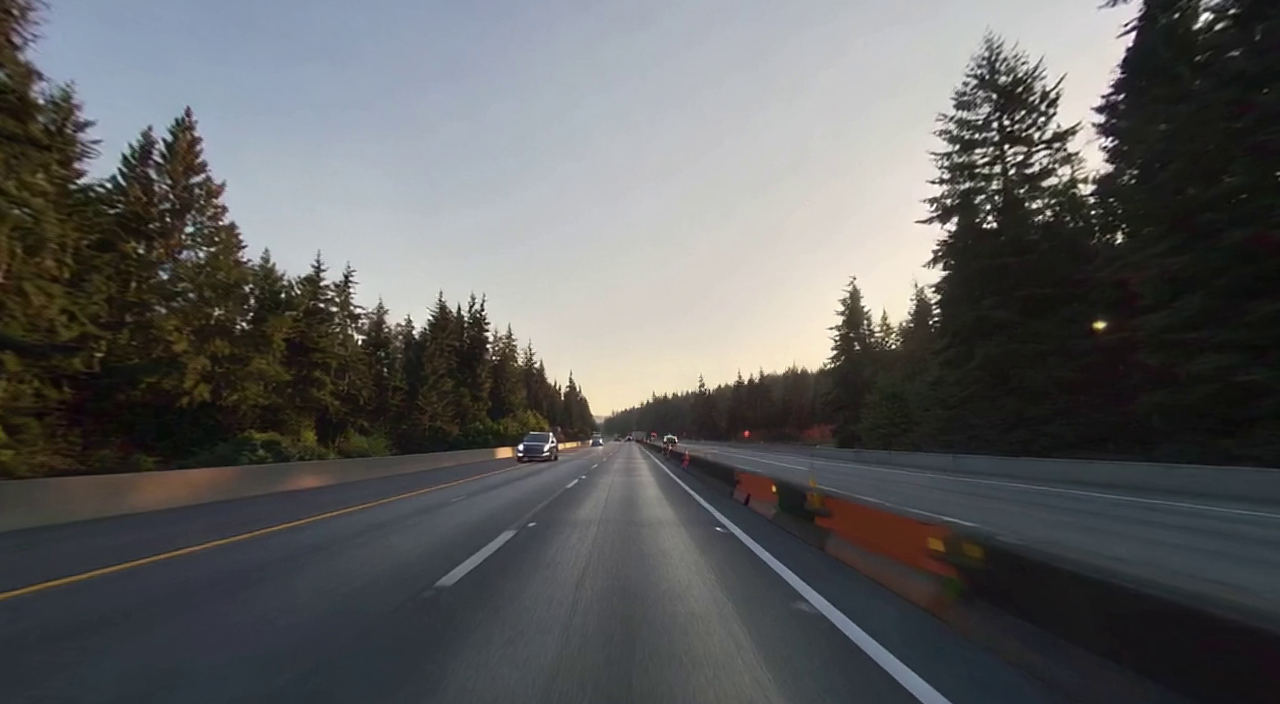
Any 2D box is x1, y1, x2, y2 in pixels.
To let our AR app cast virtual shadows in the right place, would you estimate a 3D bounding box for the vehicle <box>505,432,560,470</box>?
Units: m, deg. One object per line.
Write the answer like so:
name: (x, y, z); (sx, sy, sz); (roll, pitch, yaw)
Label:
vehicle: (-5.295, 4.942, 31.618); (2.067, 1.721, 4.529); (0, -8, -1)
